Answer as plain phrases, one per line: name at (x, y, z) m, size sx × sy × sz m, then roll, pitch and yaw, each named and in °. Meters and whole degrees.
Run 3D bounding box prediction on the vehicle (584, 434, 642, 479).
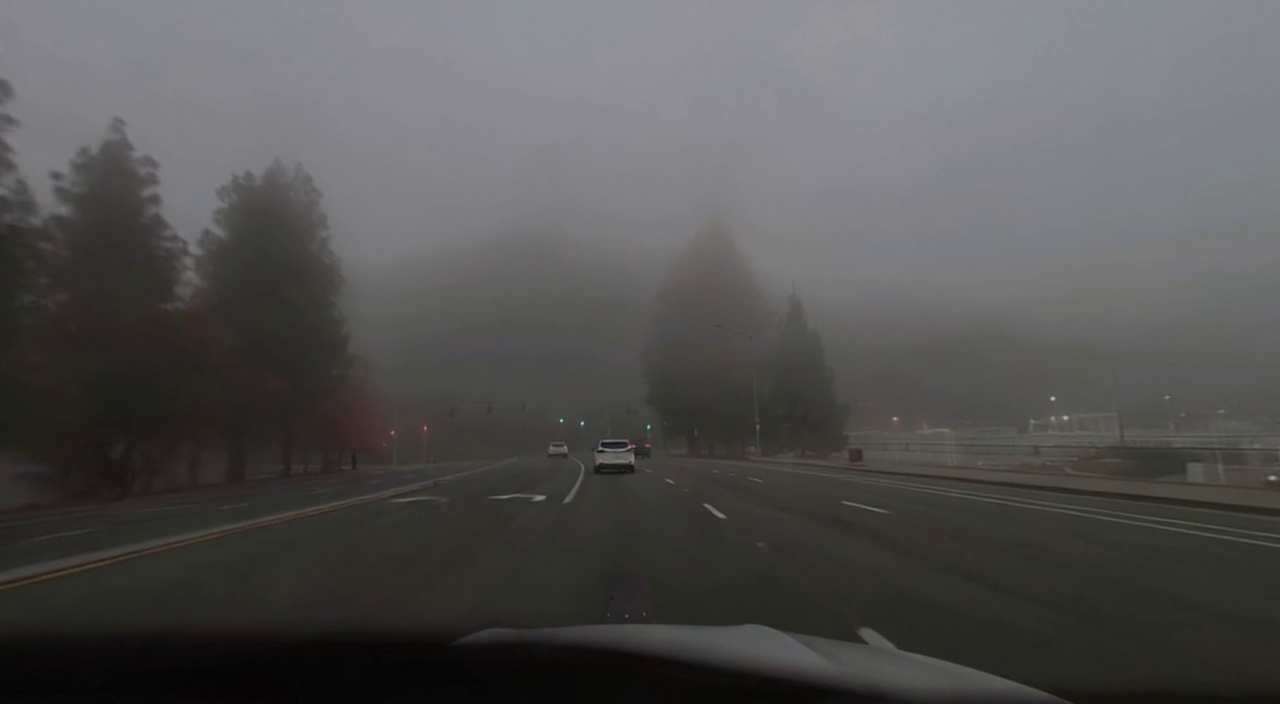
vehicle at (-1.244, 4.478, 27.228) m, size 2.253 × 1.756 × 4.313 m, roll 1°, pitch -8°, yaw -6°
